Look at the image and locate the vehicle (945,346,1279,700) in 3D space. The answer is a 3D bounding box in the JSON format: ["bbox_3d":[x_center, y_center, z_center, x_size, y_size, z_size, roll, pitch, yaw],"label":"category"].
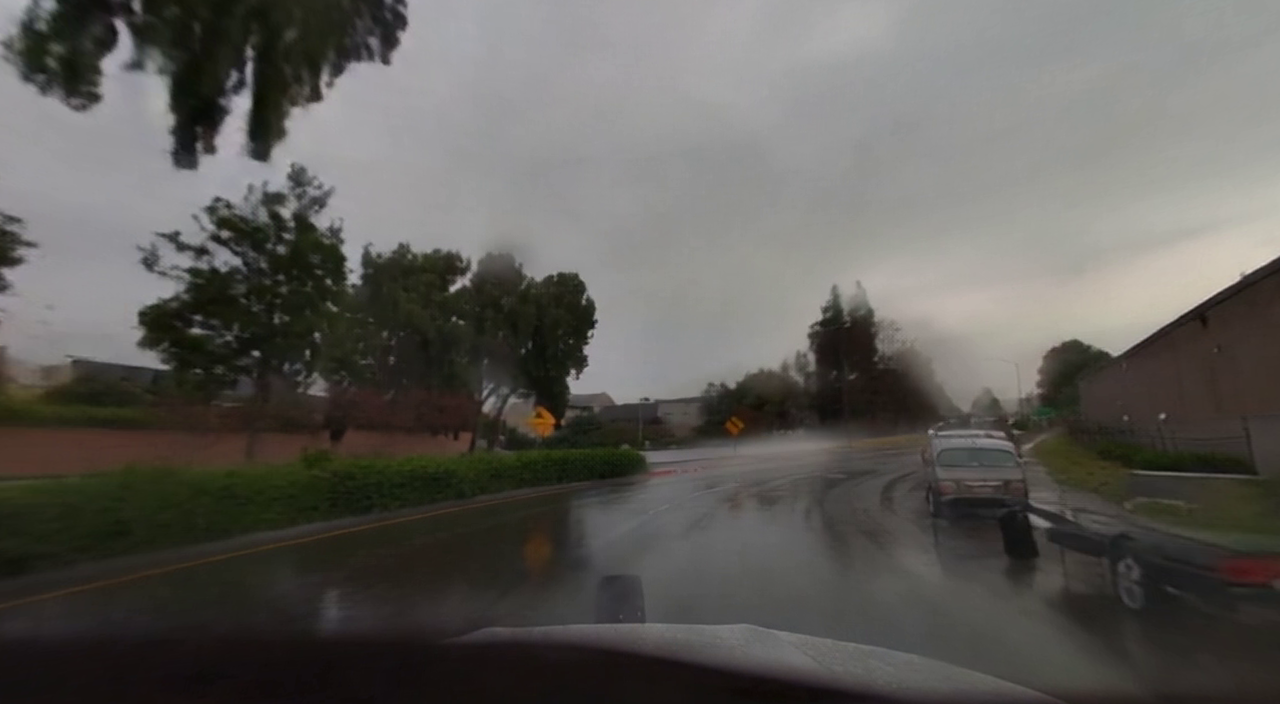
[{"bbox_3d":[4.538,1.190,5.456,2.269,1.841,4.569,-2,-9,11],"label":"vehicle"}]
